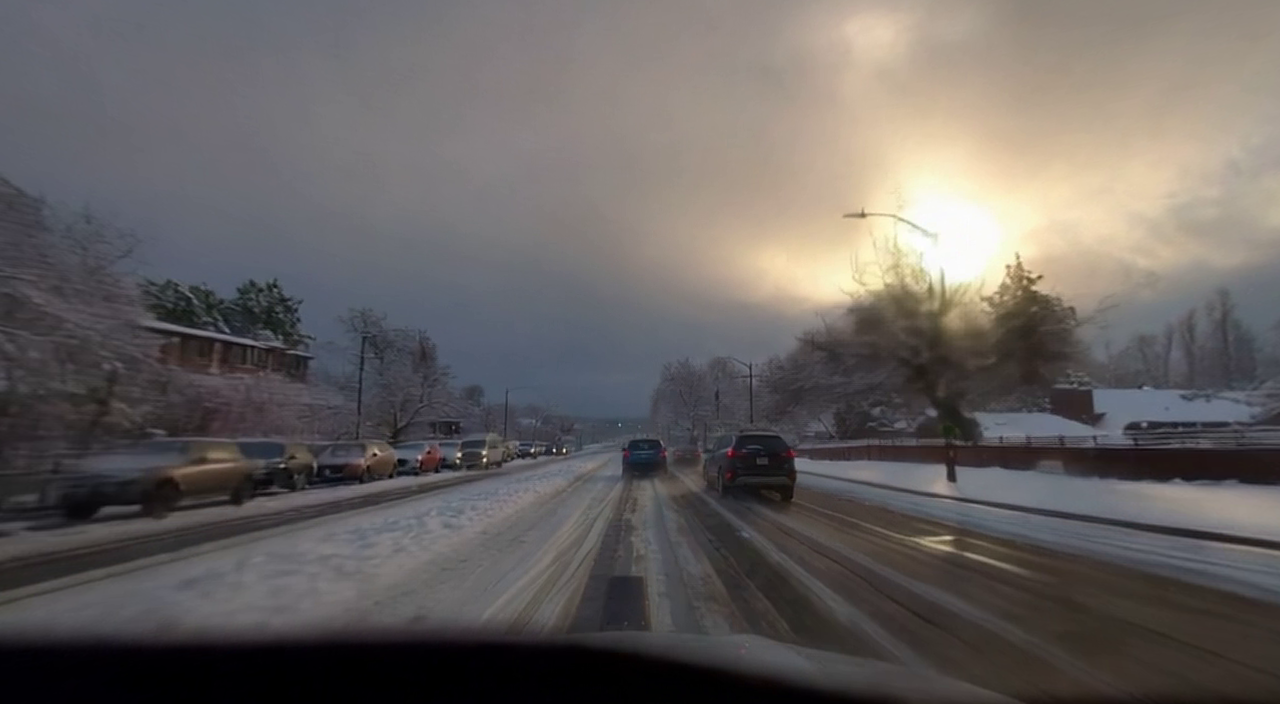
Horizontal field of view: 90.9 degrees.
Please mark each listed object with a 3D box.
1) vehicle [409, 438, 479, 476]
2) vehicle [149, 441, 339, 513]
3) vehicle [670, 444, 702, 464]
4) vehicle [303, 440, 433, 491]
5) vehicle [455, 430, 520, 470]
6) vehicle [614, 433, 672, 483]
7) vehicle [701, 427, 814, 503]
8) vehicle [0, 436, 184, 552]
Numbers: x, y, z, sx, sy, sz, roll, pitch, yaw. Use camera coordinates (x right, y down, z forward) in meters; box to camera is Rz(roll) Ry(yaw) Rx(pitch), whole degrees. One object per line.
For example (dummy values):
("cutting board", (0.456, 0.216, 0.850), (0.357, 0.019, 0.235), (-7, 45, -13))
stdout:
("vehicle", (-9.147, 4.931, 29.828), (1.988, 1.663, 4.316), (0, -8, -1))
("vehicle", (-8.938, 2.819, 14.716), (1.786, 1.422, 4.021), (0, -8, 1))
("vehicle", (3.517, 7.896, 48.903), (2.096, 1.489, 4.757), (0, -8, 0))
("vehicle", (-8.898, 3.740, 21.236), (2.140, 1.510, 5.005), (0, -8, 0))
("vehicle", (-8.893, 5.816, 37.562), (2.037, 2.113, 7.185), (0, -8, 0))
("vehicle", (0.090, 4.307, 25.863), (2.185, 1.822, 4.391), (0, -8, -1))
("vehicle", (3.026, 3.031, 17.335), (2.166, 1.799, 4.372), (0, -8, -2))
("vehicle", (-8.981, 1.913, 8.770), (1.923, 1.433, 4.450), (0, -8, 0))
